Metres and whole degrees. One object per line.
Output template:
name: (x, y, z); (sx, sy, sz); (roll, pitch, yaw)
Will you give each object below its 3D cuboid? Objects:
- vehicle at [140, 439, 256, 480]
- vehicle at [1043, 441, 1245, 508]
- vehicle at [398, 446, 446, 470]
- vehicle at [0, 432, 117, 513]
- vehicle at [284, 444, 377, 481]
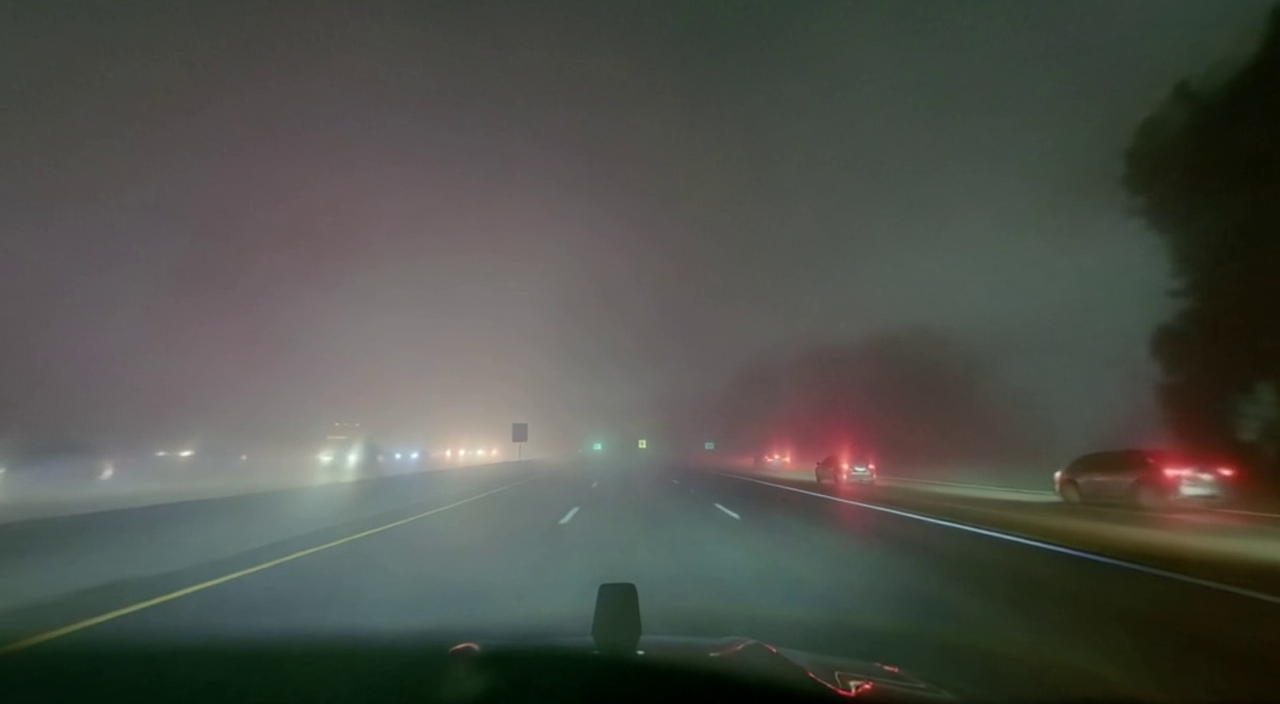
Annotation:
vehicle: (-20.709, 5.056, 29.686); (2.010, 1.739, 4.935); (0, -9, -3)
vehicle: (14.691, 3.564, 18.722); (2.020, 1.738, 4.549); (0, -9, -3)
vehicle: (-14.641, 7.143, 42.284); (1.870, 1.494, 4.423); (0, -9, -3)
vehicle: (-13.063, 2.363, 12.338); (1.842, 1.507, 4.406); (0, -9, -3)
vehicle: (-13.840, 4.964, 28.383); (1.898, 1.484, 4.729); (0, -9, -2)
